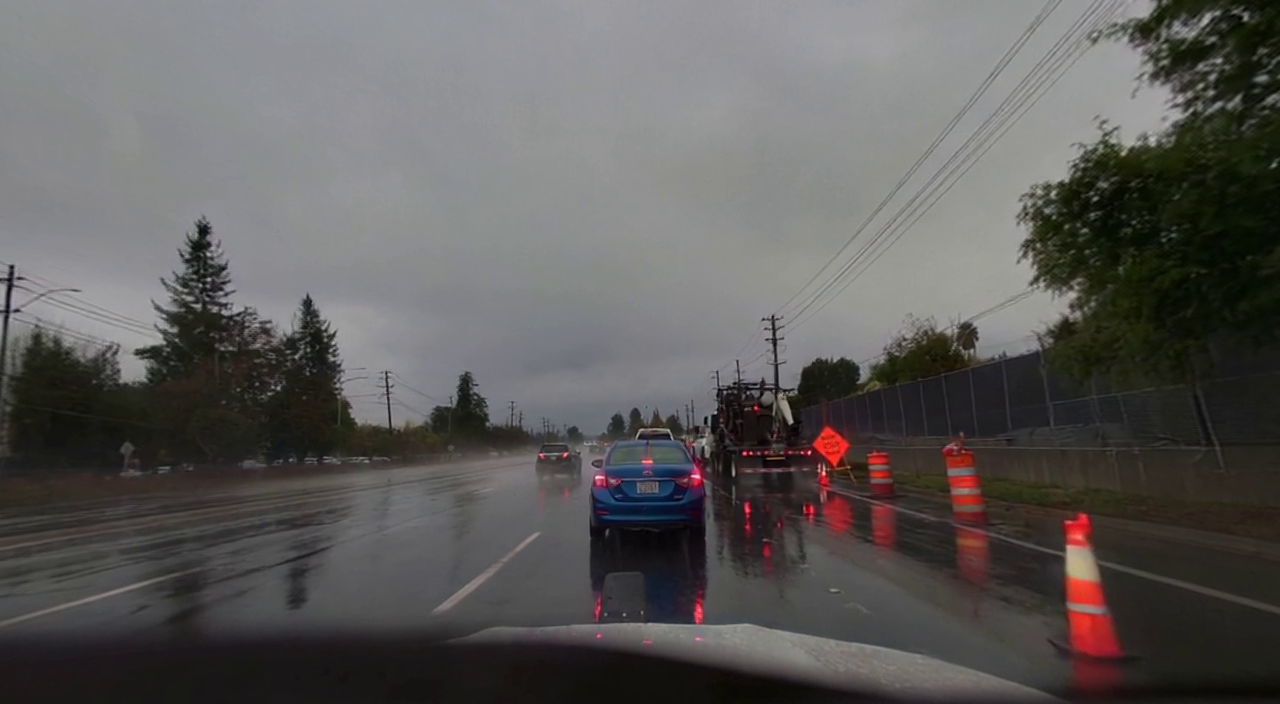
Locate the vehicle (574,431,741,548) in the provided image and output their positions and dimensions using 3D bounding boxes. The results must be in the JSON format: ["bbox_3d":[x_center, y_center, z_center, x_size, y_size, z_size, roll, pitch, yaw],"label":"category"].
[{"bbox_3d":[0.232,2.081,10.245,2.128,1.473,4.272,0,-8,0],"label":"vehicle"}]

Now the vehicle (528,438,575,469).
[{"bbox_3d":[-5.135,5.971,37.241,1.963,1.721,4.467,-1,-8,3],"label":"vehicle"}]

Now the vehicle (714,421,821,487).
[{"bbox_3d":[4.255,3.575,22.392,2.555,2.017,6.201,0,-8,1],"label":"vehicle"}]
